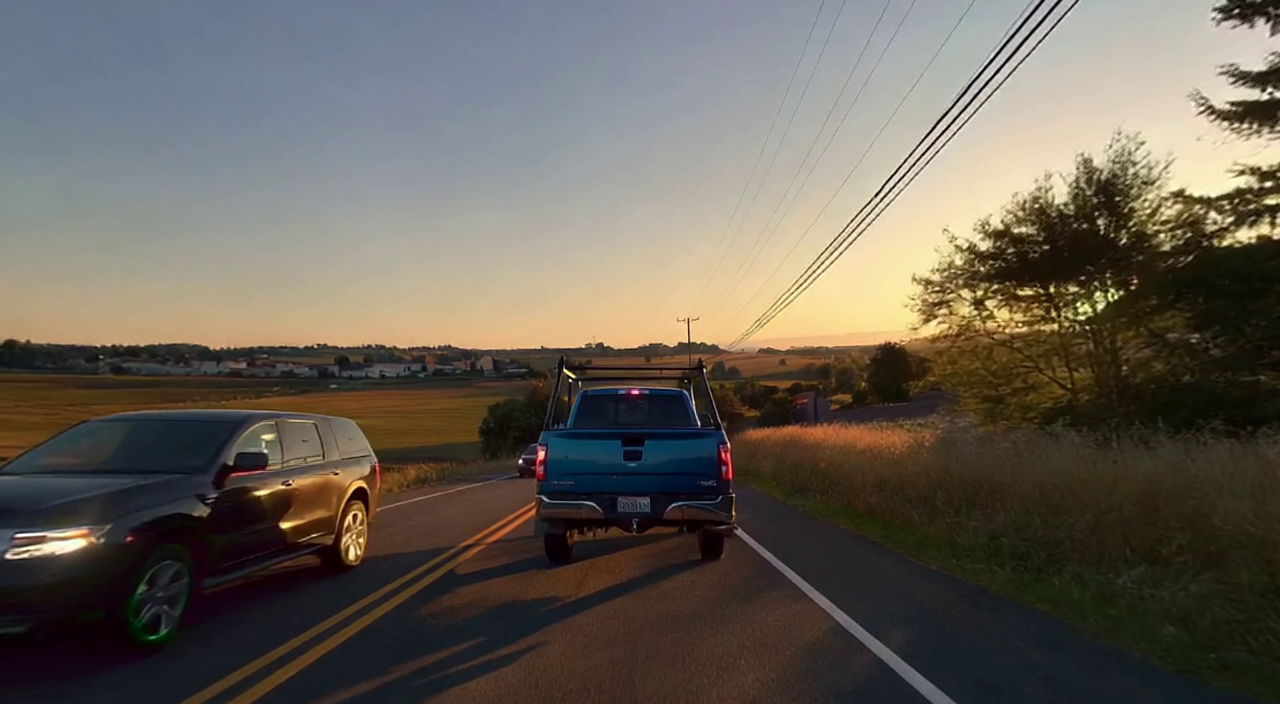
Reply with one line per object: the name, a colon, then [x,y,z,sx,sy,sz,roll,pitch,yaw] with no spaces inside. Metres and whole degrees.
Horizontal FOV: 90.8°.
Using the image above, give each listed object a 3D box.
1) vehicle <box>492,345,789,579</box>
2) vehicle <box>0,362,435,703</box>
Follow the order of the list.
vehicle: [-0.073,1.615,9.981,2.912,2.320,7.292,0,-8,-1]
vehicle: [-3.726,1.269,5.477,2.278,1.745,4.766,0,-8,0]
